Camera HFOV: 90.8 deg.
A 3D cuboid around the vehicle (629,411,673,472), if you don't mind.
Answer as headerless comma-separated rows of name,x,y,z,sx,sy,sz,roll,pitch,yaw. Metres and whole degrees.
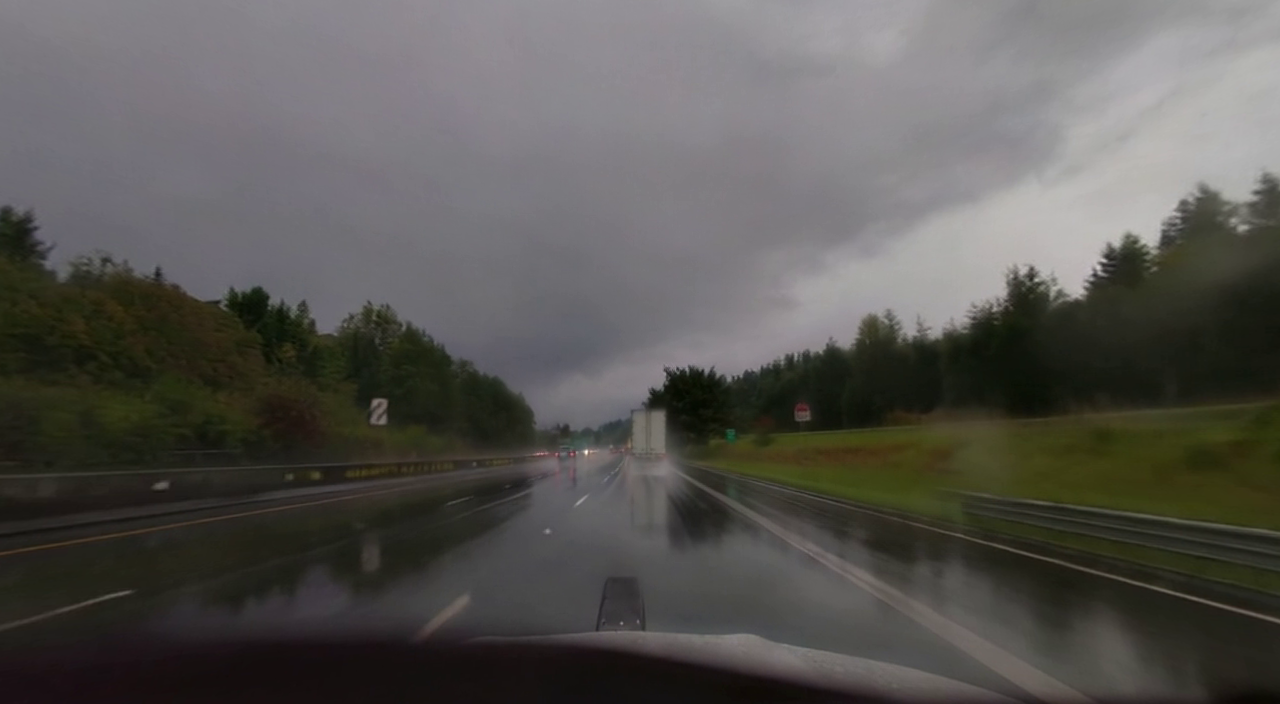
vehicle,0.681,7.156,49.476,2.901,4.032,14.338,0,-9,0
